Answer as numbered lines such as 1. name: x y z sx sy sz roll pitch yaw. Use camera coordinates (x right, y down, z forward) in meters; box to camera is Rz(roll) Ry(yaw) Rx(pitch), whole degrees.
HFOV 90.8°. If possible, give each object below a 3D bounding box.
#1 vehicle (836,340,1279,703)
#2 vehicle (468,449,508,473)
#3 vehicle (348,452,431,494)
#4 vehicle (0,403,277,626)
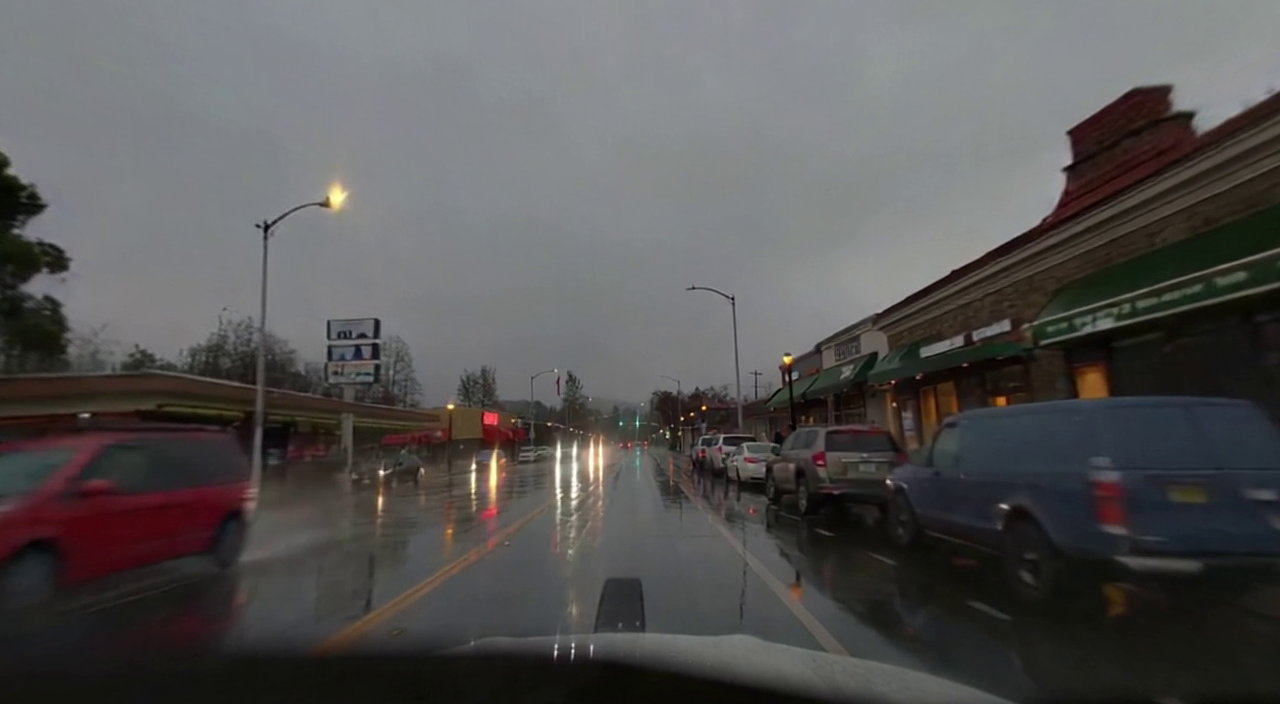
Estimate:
1. vehicle: 3.897 1.304 5.992 2.164 1.880 6.057 -1 -8 1
2. vehicle: -10.555 7.569 44.061 1.846 1.463 4.206 0 -8 -1
3. vehicle: -10.797 5.204 27.533 1.930 1.621 3.853 -1 -8 2
4. vehicle: -6.399 1.600 6.860 2.098 1.838 4.718 -1 -8 0
